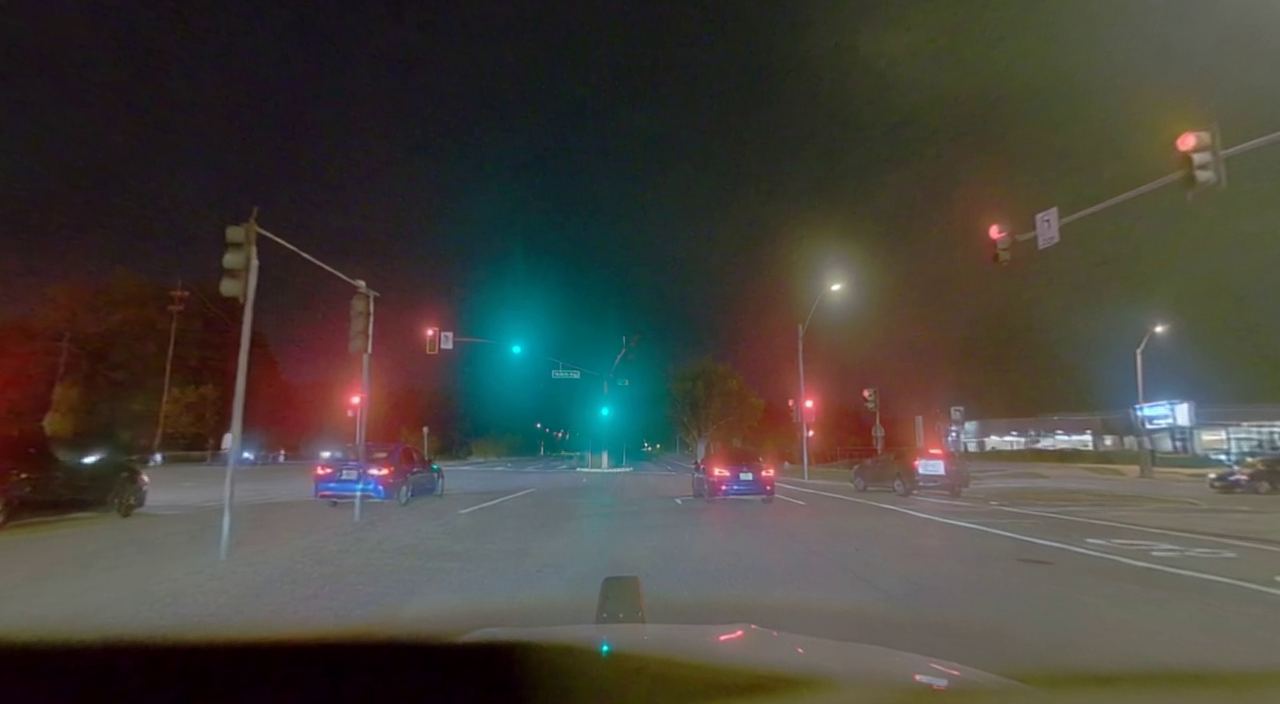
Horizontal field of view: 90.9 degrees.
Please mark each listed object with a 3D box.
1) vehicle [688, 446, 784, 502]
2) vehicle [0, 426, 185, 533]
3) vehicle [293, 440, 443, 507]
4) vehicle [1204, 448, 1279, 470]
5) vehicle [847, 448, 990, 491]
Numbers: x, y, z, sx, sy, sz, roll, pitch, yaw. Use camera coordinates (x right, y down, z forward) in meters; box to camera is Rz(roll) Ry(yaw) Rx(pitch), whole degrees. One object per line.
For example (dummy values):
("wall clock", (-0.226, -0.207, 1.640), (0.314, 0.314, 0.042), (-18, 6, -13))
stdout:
("vehicle", (2.809, 3.676, 19.520), (1.940, 1.487, 4.562), (0, -8, -4))
("vehicle", (-10.026, 1.995, 10.172), (1.979, 1.494, 4.693), (0, -8, -2))
("vehicle", (-6.791, 3.049, 16.394), (1.995, 1.470, 4.556), (0, -8, -2))
("vehicle", (43.760, 7.745, 45.834), (1.723, 1.431, 3.880), (0, -8, -1))
("vehicle", (10.570, 4.437, 24.034), (4.703, 1.492, 1.930), (2, -9, -14))
